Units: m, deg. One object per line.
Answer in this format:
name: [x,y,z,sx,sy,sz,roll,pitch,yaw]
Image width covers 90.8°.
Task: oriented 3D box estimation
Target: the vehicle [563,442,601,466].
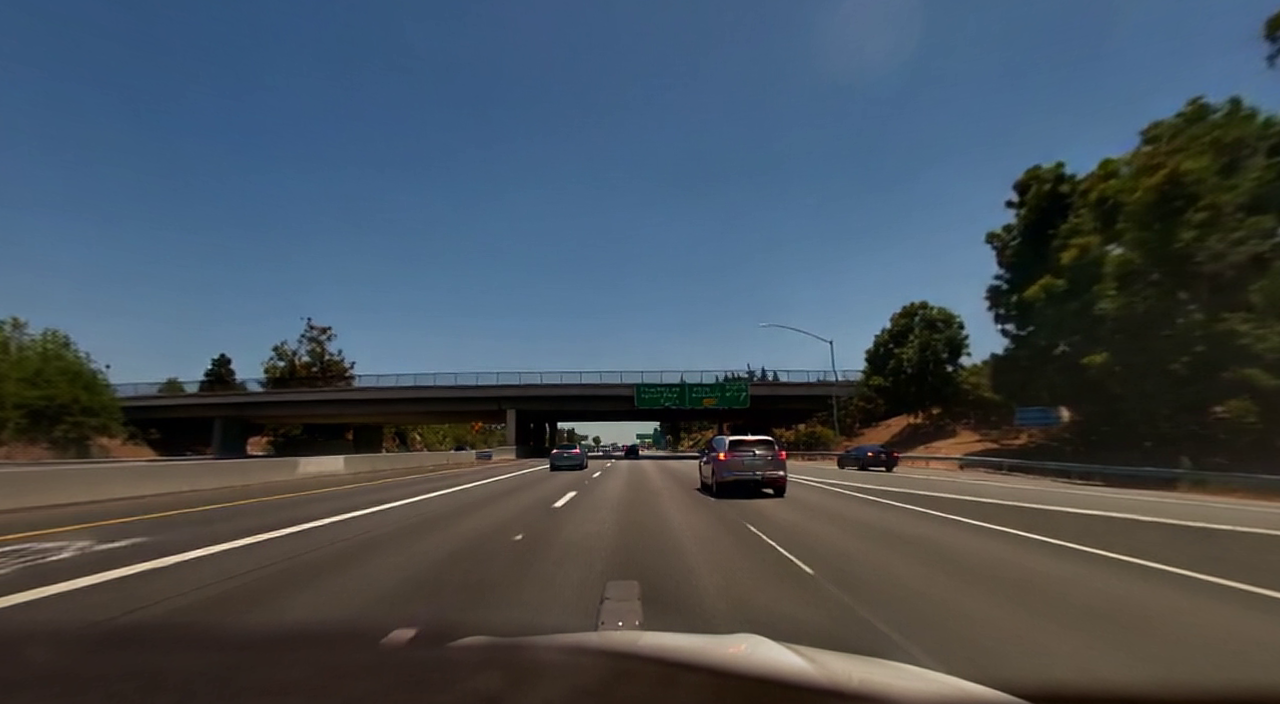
vehicle: [-3.795,6.753,42.031,2.091,1.544,4.409,0,-8,0]
